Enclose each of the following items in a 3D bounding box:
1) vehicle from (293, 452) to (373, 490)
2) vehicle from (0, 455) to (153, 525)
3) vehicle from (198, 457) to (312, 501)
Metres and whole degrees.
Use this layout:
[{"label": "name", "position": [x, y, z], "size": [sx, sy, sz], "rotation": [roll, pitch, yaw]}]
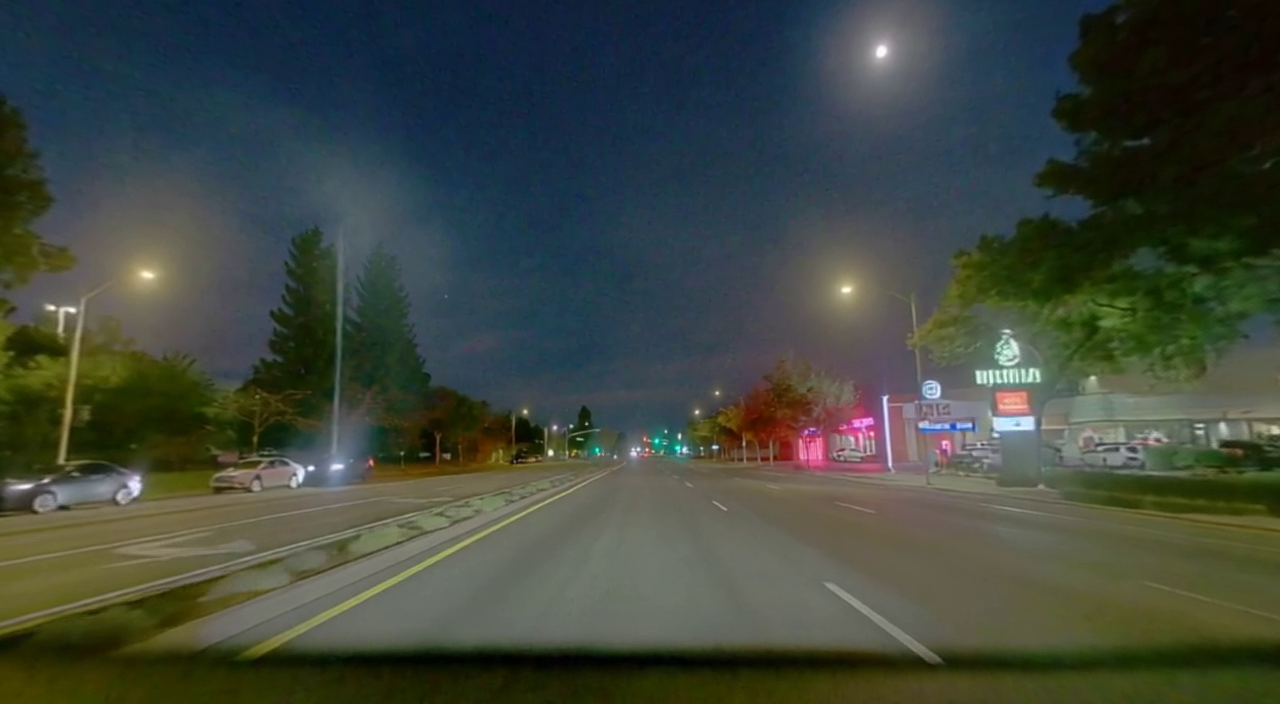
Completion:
[{"label": "vehicle", "position": [-16.837, 6.509, 34.976], "size": [1.993, 1.887, 4.722], "rotation": [0, -9, 0]}, {"label": "vehicle", "position": [-16.592, 3.780, 17.932], "size": [1.898, 1.661, 4.471], "rotation": [0, -9, 1]}, {"label": "vehicle", "position": [-16.617, 5.450, 27.604], "size": [1.944, 1.669, 4.613], "rotation": [0, -9, 1]}]
